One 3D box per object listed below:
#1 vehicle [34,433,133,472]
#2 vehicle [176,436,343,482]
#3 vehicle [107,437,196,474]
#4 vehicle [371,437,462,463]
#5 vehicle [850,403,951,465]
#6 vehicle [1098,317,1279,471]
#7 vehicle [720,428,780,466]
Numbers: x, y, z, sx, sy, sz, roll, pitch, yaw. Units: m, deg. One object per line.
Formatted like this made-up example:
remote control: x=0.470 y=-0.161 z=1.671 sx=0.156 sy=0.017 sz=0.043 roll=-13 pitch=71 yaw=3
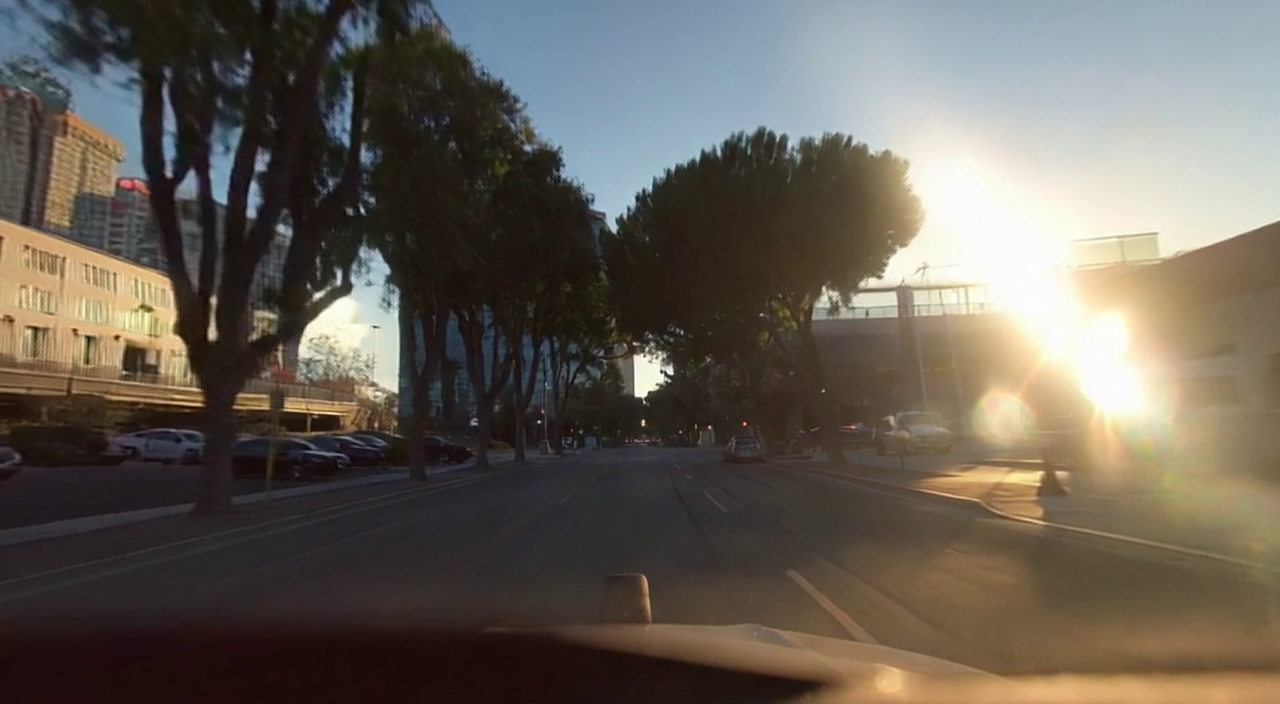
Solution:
vehicle: x=-27.333 y=4.926 z=31.201 sx=2.026 sy=1.723 sz=4.322 roll=3 pitch=-8 yaw=-18
vehicle: x=-14.508 y=4.097 z=24.365 sx=4.954 sy=1.614 sz=2.227 roll=0 pitch=-9 yaw=-4
vehicle: x=-24.598 y=5.194 z=31.968 sx=2.026 sy=1.723 sz=4.633 roll=4 pitch=-8 yaw=-18
vehicle: x=-13.660 y=6.048 z=38.810 sx=4.765 sy=1.517 sz=2.182 roll=0 pitch=-9 yaw=0
vehicle: x=13.239 y=4.290 z=32.646 sx=2.935 sy=2.889 sz=5.499 roll=0 pitch=-8 yaw=2
vehicle: x=13.730 y=0.923 z=12.947 sx=3.046 sy=2.906 sz=7.271 roll=0 pitch=-8 yaw=-1
vehicle: x=6.096 y=5.347 z=35.589 sx=2.338 sy=1.942 sz=5.267 roll=0 pitch=-8 yaw=-1
